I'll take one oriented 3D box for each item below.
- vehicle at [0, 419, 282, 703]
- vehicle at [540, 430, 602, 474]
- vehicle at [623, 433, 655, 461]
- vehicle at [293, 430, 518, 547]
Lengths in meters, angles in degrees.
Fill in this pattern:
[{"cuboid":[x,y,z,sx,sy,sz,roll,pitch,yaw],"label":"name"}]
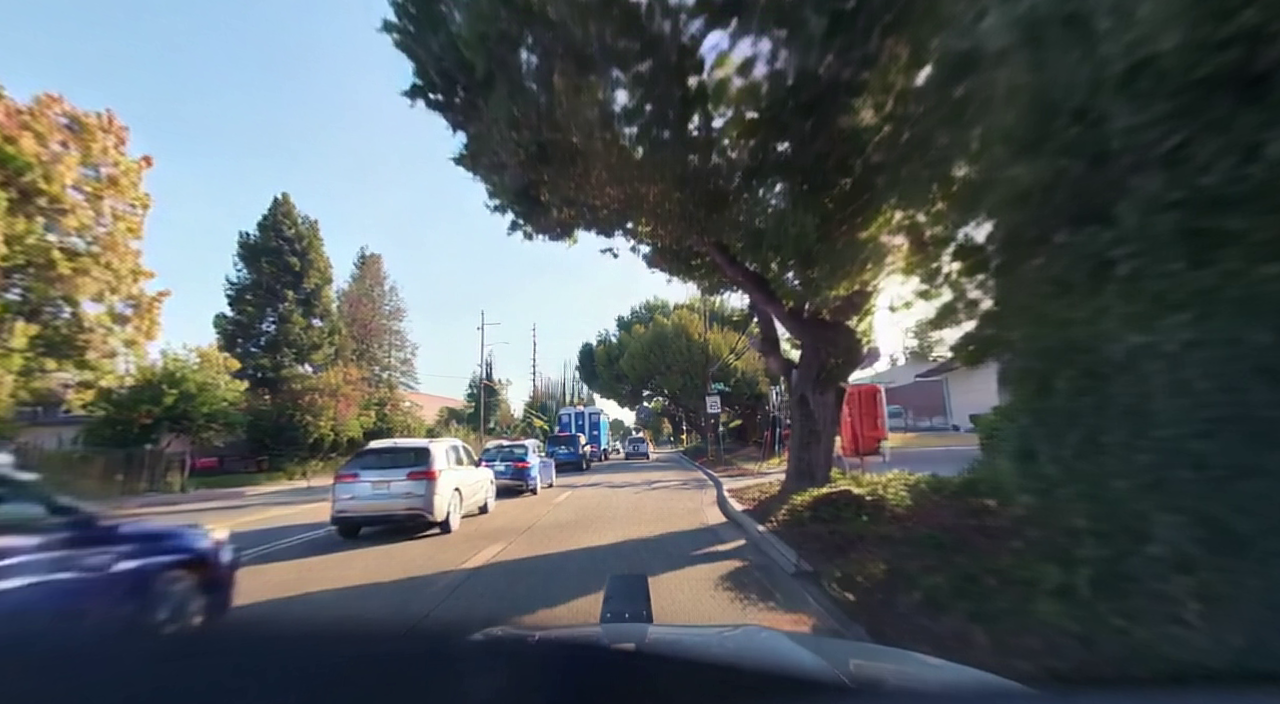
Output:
[{"cuboid":[-3.585,0.991,2.395,1.998,1.466,4.124,0,-8,0],"label":"vehicle"},{"cuboid":[-3.055,4.543,28.856,2.187,1.821,4.748,0,-8,1],"label":"vehicle"},{"cuboid":[-0.085,6.629,44.045,2.117,1.861,4.095,0,-8,0],"label":"vehicle"},{"cuboid":[-3.477,2.105,10.482,1.972,1.486,4.547,0,-8,0],"label":"vehicle"}]
